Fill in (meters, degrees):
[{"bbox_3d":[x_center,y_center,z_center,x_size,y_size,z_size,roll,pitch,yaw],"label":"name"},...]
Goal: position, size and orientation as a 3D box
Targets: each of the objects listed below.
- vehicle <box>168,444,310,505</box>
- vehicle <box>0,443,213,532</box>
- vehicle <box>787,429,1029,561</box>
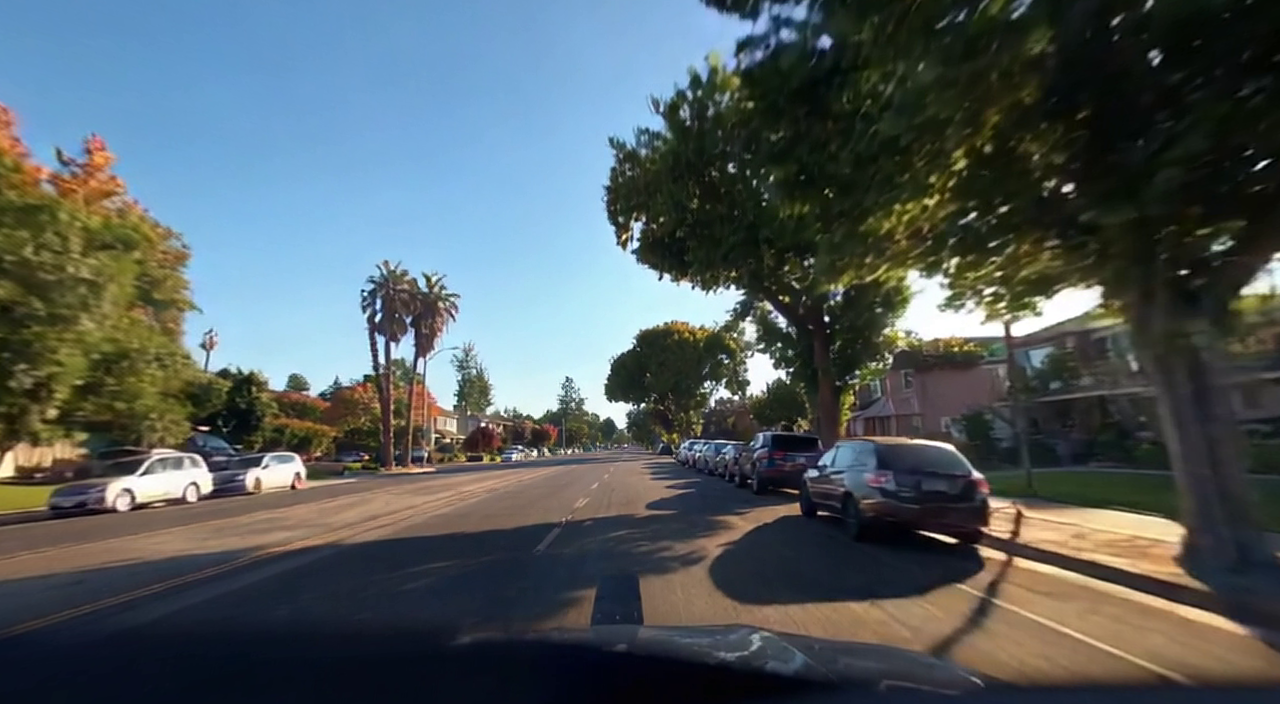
[{"bbox_3d":[-13.711,4.153,22.004,1.926,1.790,4.494,0,-7,1],"label":"vehicle"},{"bbox_3d":[-13.640,3.349,16.365,2.047,1.783,4.572,-1,-7,-2],"label":"vehicle"},{"bbox_3d":[3.700,2.036,9.773,1.981,1.546,4.372,0,-9,3],"label":"vehicle"}]
